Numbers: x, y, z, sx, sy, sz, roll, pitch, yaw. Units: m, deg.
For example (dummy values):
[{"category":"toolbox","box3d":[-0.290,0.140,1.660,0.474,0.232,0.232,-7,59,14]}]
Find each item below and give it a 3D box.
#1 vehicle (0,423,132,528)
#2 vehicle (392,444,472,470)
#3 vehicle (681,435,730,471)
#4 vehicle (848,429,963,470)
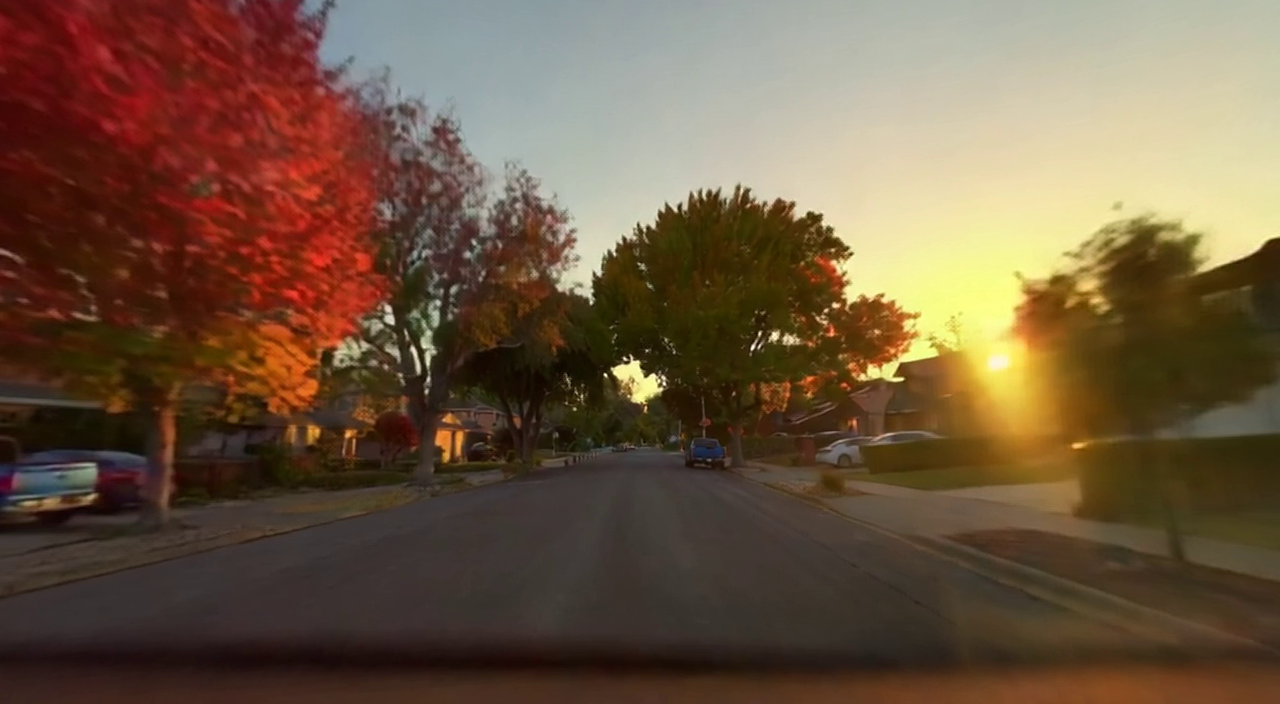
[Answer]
[{"category":"vehicle","box3d":[-13.571,2.372,12.423,5.286,1.847,2.166,0,-9,2]},{"category":"vehicle","box3d":[-12.713,6.440,38.749,4.225,1.498,1.917,0,-9,2]},{"category":"vehicle","box3d":[3.768,6.002,37.746,2.313,1.962,6.029,0,-9,0]},{"category":"vehicle","box3d":[11.522,4.229,27.650,4.069,1.680,2.156,0,-7,3]}]
